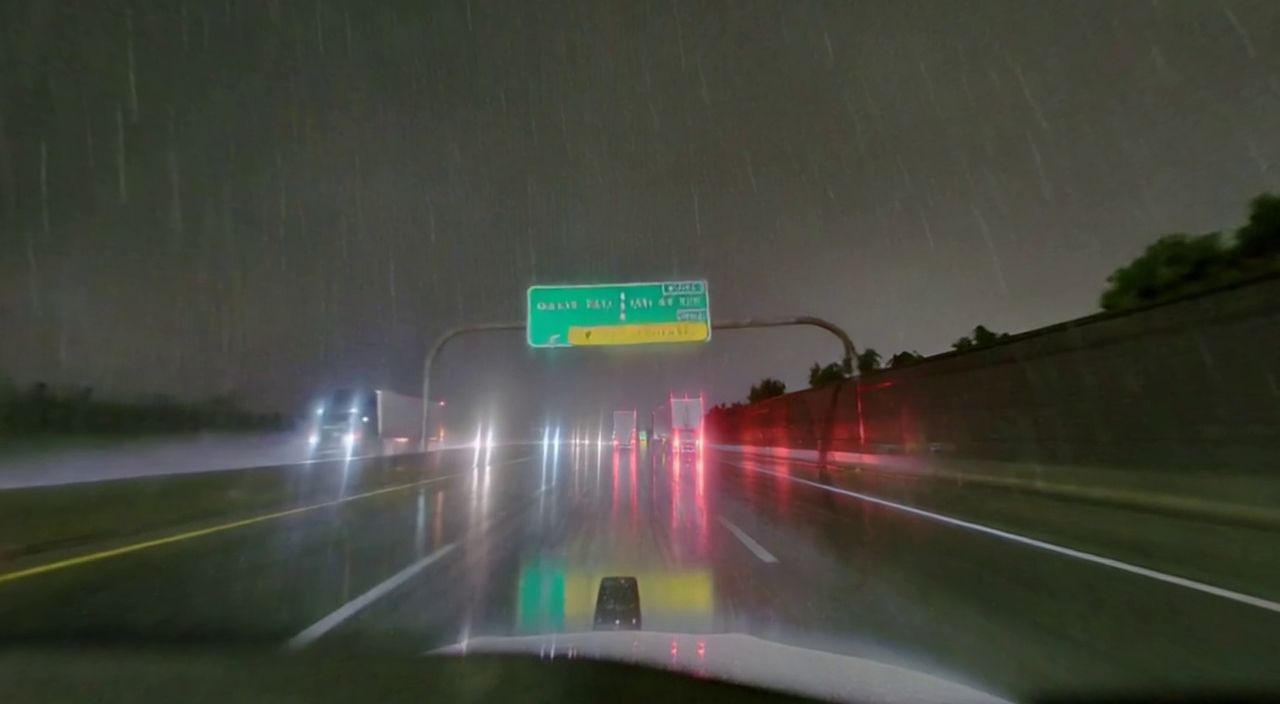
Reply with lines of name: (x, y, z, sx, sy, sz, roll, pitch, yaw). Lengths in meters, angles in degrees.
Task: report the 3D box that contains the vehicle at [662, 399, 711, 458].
vehicle: (3.300, 5.786, 47.224, 2.873, 3.998, 8.286, 0, -8, -1)
